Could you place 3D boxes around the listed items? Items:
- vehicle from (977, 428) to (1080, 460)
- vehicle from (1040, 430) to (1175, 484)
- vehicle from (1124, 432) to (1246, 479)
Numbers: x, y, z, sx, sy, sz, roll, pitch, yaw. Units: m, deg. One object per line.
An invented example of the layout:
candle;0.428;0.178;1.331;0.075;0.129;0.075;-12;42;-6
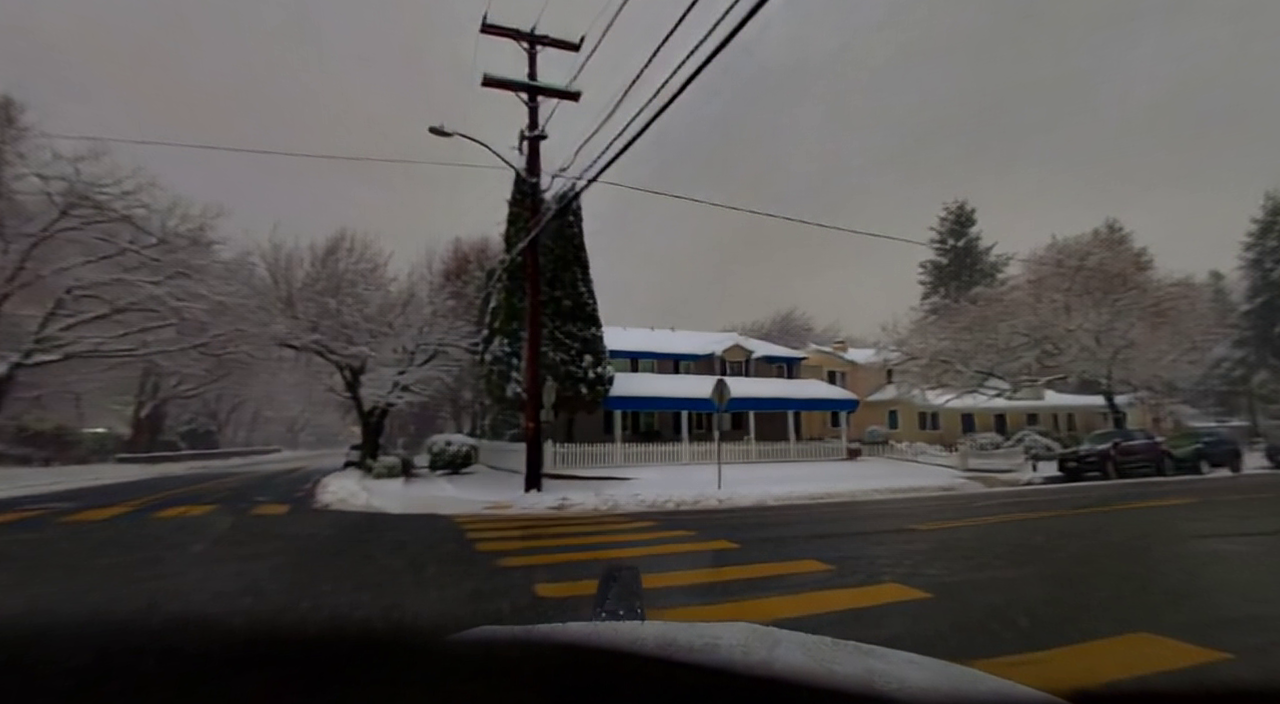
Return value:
vehicle;22.046;5.247;36.080;2.033;1.725;4.492;5;-9;-30
vehicle;17.146;3.816;23.149;4.509;1.775;1.975;5;-9;-26
vehicle;21.863;4.136;25.354;4.318;1.723;1.913;4;-9;-24
